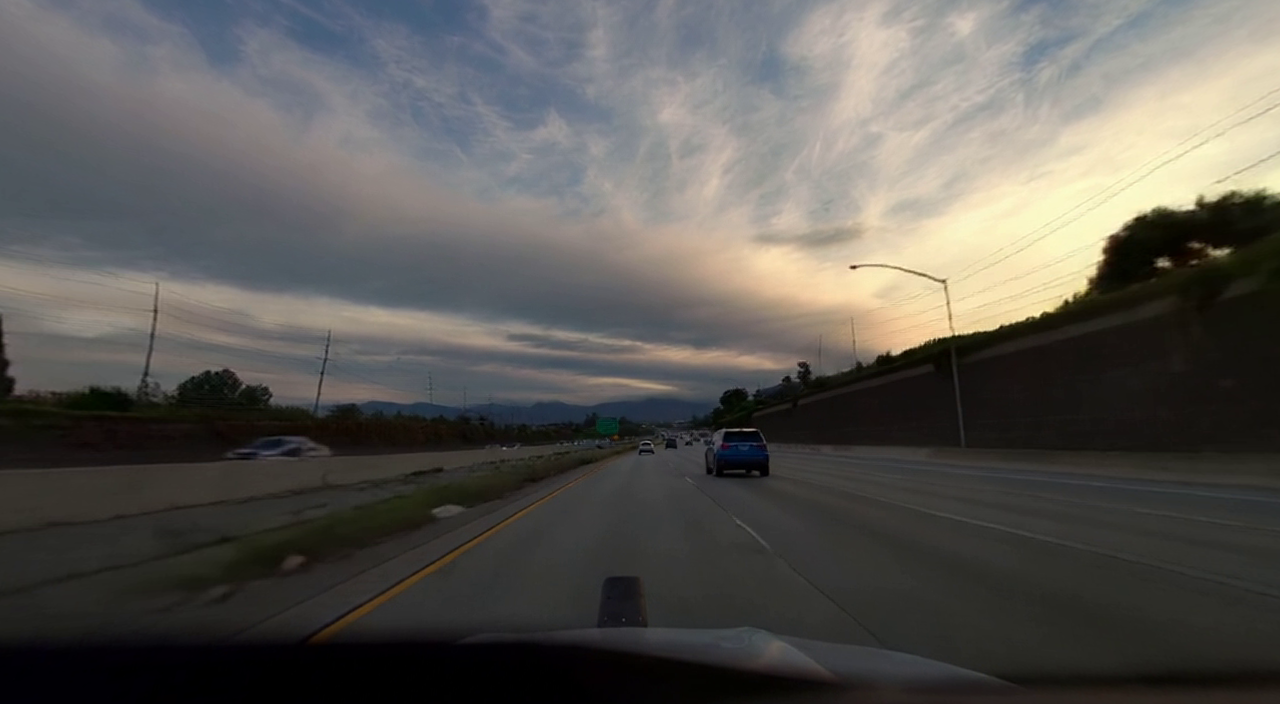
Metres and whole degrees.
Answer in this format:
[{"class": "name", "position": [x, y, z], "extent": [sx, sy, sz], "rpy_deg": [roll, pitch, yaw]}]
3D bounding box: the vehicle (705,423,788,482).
[{"class": "vehicle", "position": [3.625, 3.517, 22.264], "extent": [2.120, 1.832, 4.287], "rpy_deg": [0, -8, -1]}]

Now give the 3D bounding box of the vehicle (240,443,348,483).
[{"class": "vehicle", "position": [-16.942, 5.416, 31.308], "extent": [2.324, 1.768, 5.382], "rpy_deg": [-1, -8, 0]}]

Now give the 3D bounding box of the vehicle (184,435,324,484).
[{"class": "vehicle", "position": [-20.673, 5.790, 34.480], "extent": [2.679, 2.309, 7.731], "rpy_deg": [-1, -8, 1]}]
